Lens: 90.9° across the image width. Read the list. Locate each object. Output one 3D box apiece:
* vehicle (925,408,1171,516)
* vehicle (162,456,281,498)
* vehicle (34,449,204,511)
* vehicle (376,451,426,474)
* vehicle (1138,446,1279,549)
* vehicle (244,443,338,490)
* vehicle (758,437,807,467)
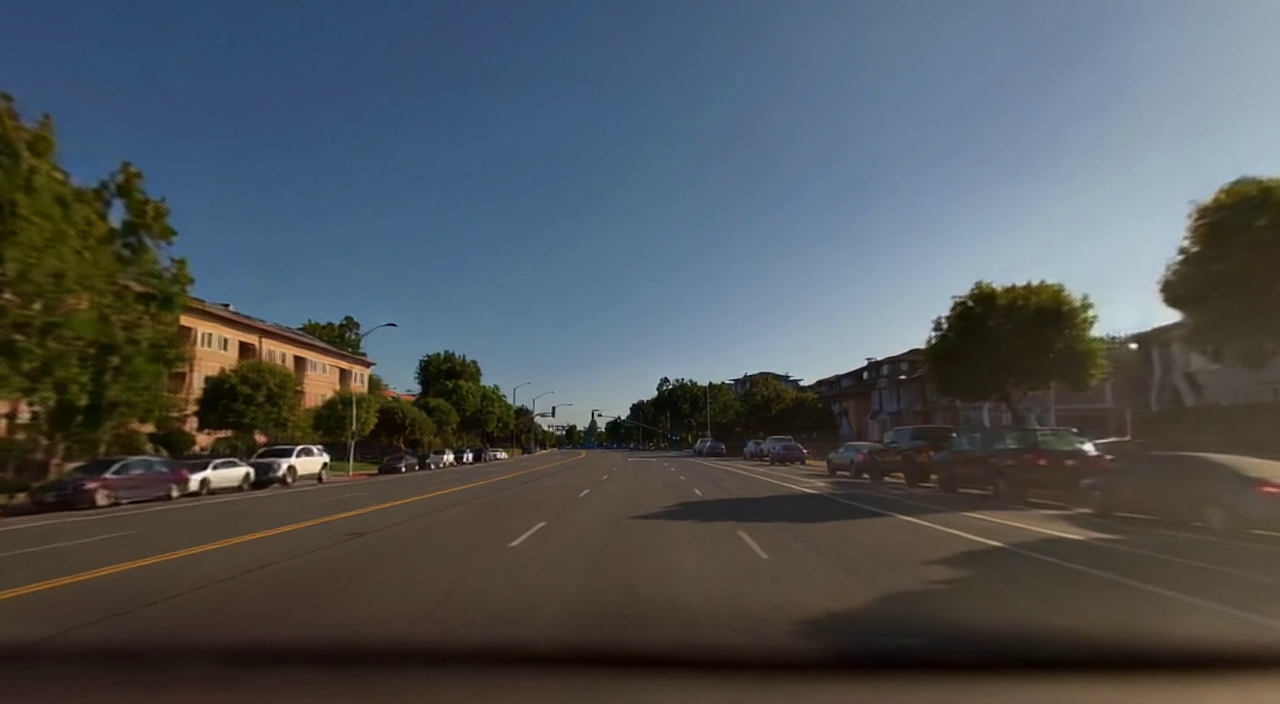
[{"bbox_3d":[9.599,2.668,15.723,2.115,2.151,5.826,1,-9,-1],"label":"vehicle"},{"bbox_3d":[-16.946,5.041,25.851,1.740,1.442,4.678,-1,-8,-1],"label":"vehicle"},{"bbox_3d":[-17.084,4.168,21.057,1.913,1.744,4.478,0,-8,-2],"label":"vehicle"},{"bbox_3d":[-16.905,7.825,44.802,1.891,1.474,4.437,-1,-8,-2],"label":"vehicle"},{"bbox_3d":[9.837,2.054,8.967,1.841,1.424,4.437,0,-9,0],"label":"vehicle"},{"bbox_3d":[-16.974,5.536,30.972,2.046,1.945,4.688,-1,-7,-2],"label":"vehicle"},{"bbox_3d":[10.112,7.155,45.169,2.091,1.962,5.091,1,-9,-2],"label":"vehicle"}]
